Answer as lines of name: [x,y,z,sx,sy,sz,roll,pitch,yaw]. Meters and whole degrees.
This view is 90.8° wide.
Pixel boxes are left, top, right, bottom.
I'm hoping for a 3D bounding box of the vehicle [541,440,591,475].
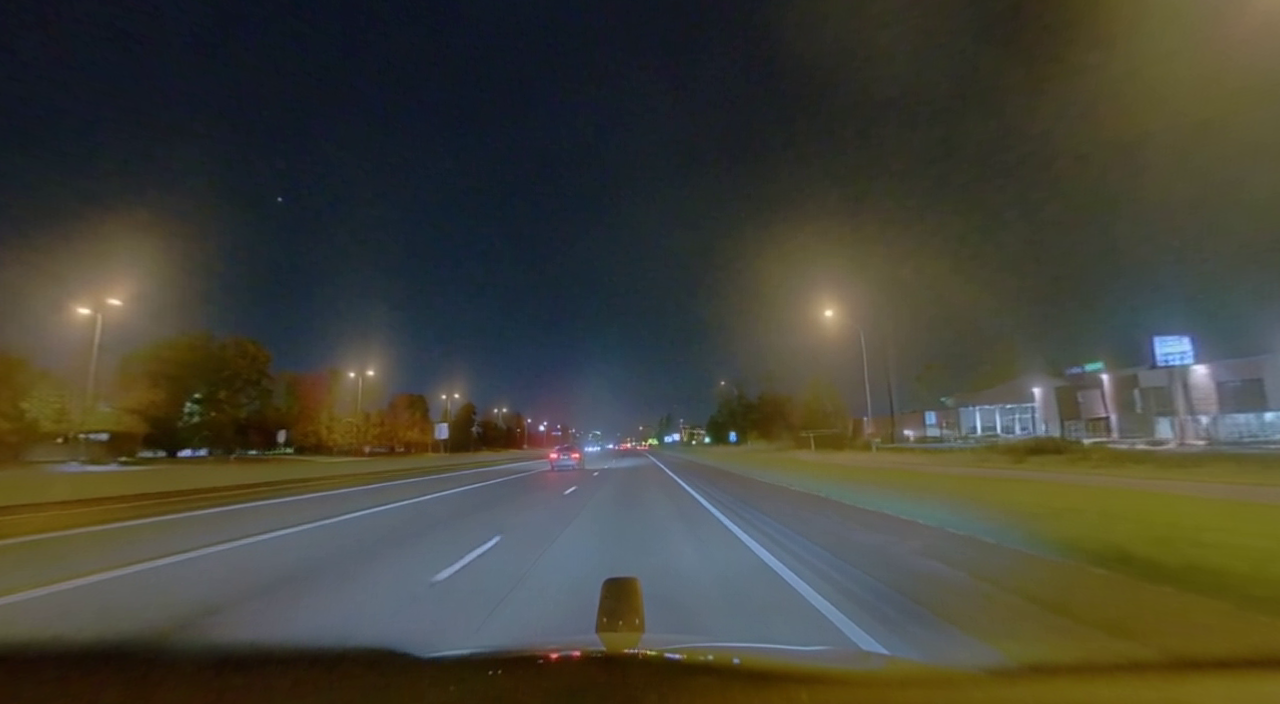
vehicle: [-3.982,5.740,34.712,2.150,1.761,4.697,-1,-8,0]
